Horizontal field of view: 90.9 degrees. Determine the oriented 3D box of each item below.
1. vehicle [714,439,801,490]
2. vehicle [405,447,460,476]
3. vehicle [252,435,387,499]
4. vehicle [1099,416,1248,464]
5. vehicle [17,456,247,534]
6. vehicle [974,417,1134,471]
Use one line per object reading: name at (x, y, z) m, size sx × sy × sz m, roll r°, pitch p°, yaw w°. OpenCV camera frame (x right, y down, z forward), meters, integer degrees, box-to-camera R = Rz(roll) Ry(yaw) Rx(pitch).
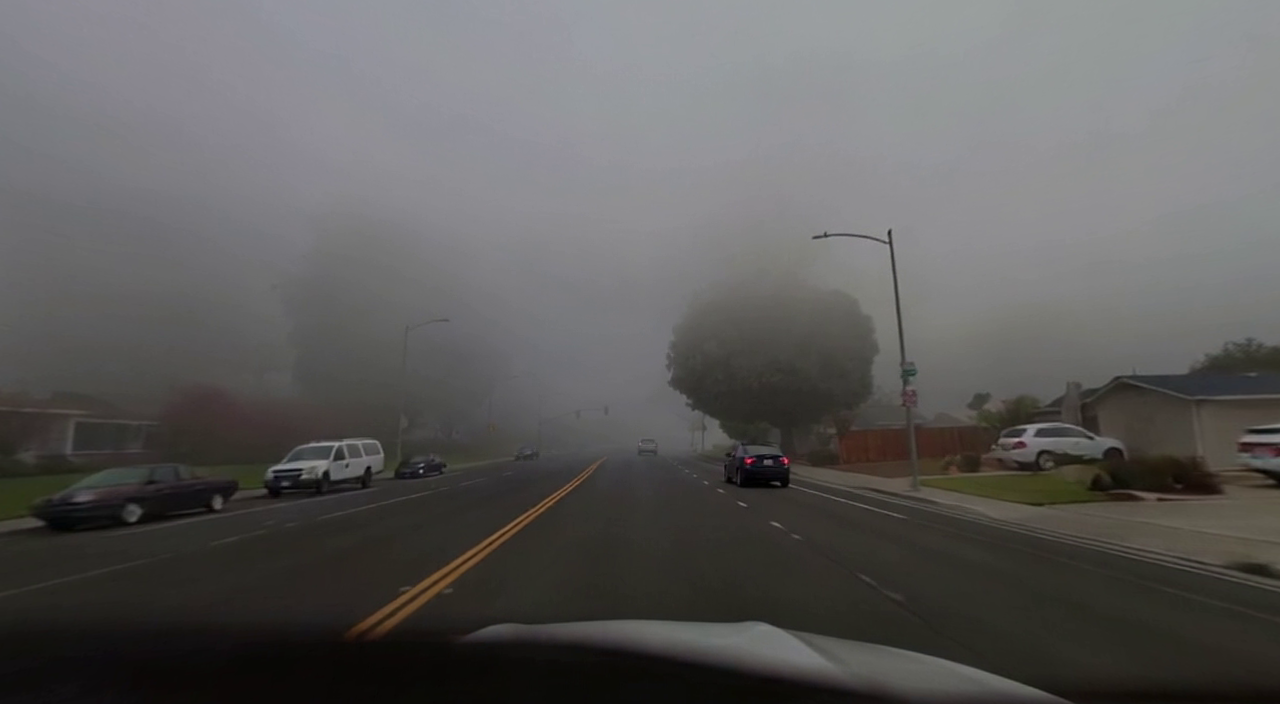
vehicle at (3.787, 3.701, 21.156) m, size 1.956 × 1.492 × 4.425 m, roll 0°, pitch -8°, yaw -1°
vehicle at (-12.038, 6.360, 36.800) m, size 1.911 × 1.524 × 4.256 m, roll 0°, pitch -9°, yaw -2°
vehicle at (-11.783, 4.248, 23.775) m, size 2.180 × 1.953 × 5.787 m, roll -3°, pitch -8°, yaw -1°
vehicle at (19.503, 3.265, 23.288) m, size 1.785 × 1.569 × 3.933 m, roll 0°, pitch -9°, yaw -6°
vehicle at (-11.537, 3.223, 14.819) m, size 1.829 × 1.441 × 4.355 m, roll 0°, pitch -8°, yaw -1°
vehicle at (14.526, 3.304, 22.569) m, size 2.129 × 1.699 × 4.906 m, roll 0°, pitch -9°, yaw -4°
